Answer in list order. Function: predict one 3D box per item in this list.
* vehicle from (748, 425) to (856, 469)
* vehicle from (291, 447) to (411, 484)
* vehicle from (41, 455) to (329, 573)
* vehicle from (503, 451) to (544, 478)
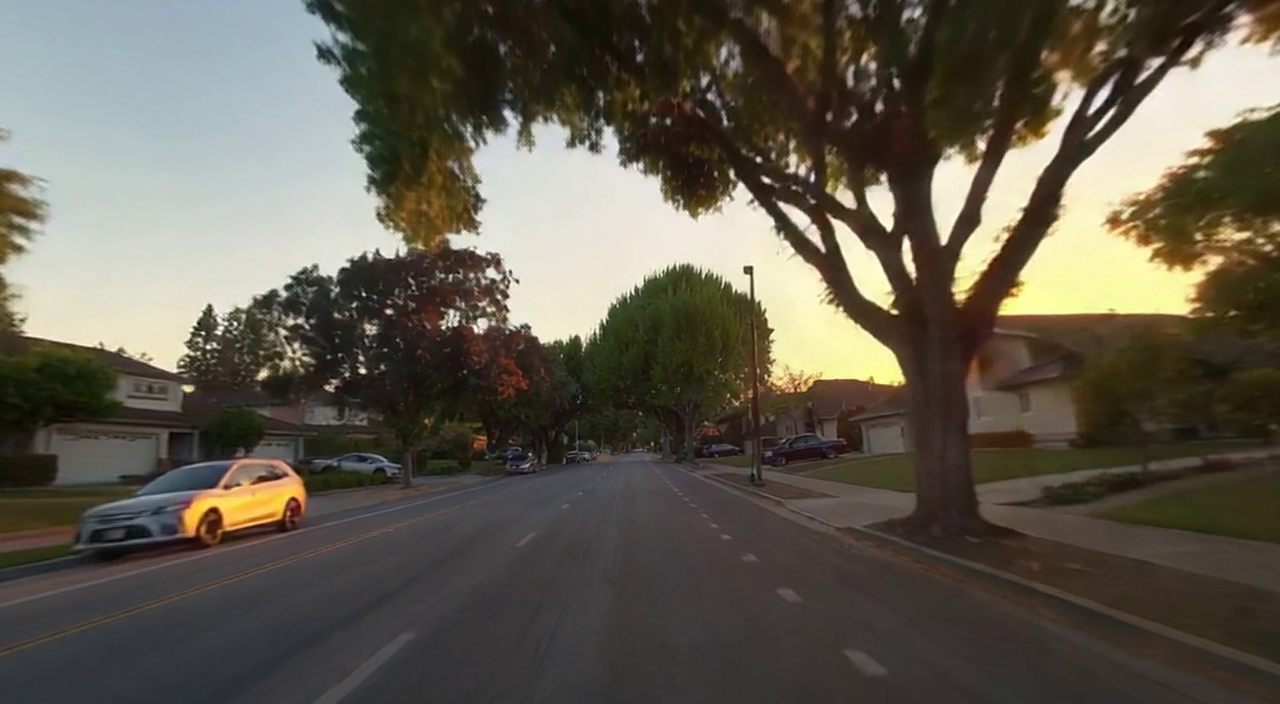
[{"bbox_3d":[8.805,5.197,34.609,5.221,1.958,1.992,-4,-9,0],"label":"vehicle"},{"bbox_3d":[-14.414,5.650,31.733,4.995,1.760,1.988,0,-9,-3],"label":"vehicle"},{"bbox_3d":[-7.632,2.685,11.337,1.919,1.492,4.547,-5,-9,-1],"label":"vehicle"},{"bbox_3d":[-7.825,7.598,42.847,1.973,1.500,4.781,-5,-9,-2],"label":"vehicle"}]
